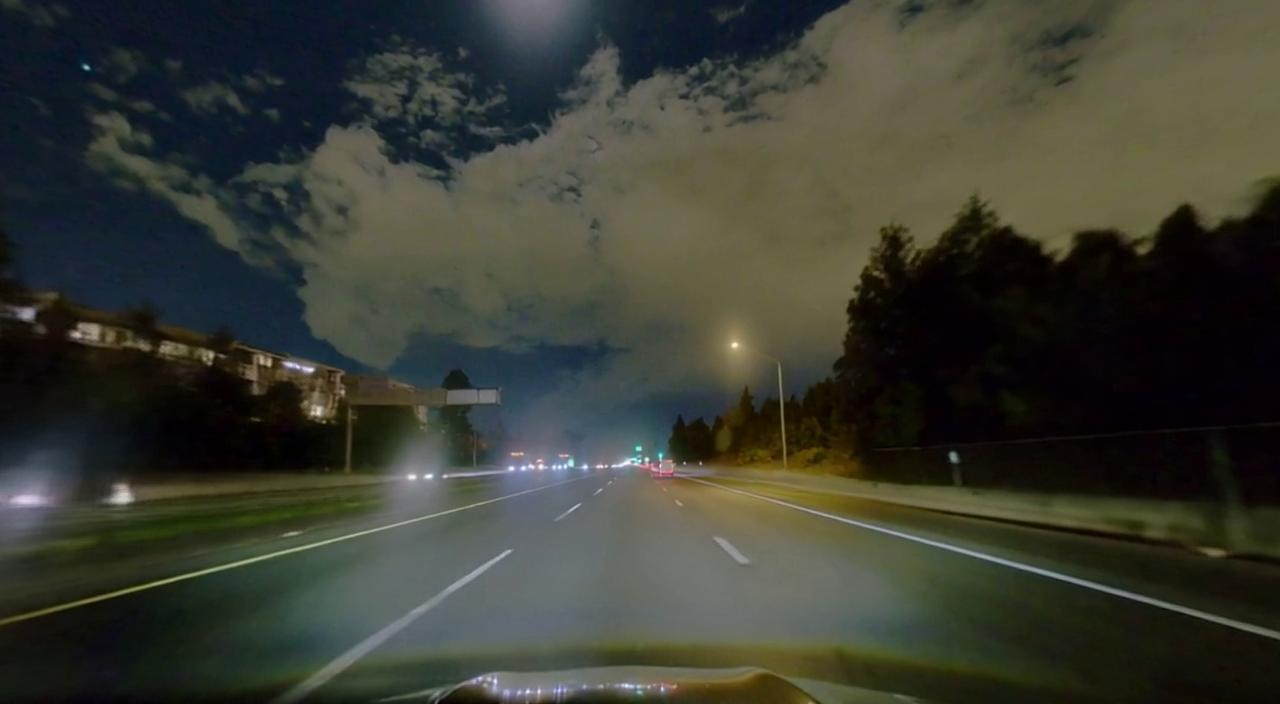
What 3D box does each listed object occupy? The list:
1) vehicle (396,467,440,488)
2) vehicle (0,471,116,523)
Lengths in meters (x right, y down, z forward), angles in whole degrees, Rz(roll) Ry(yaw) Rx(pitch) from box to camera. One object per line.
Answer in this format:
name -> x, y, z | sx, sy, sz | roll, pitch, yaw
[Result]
vehicle -> -16.307, 9.248, 46.450 | 1.878, 1.427, 3.636 | 1, -10, 0
vehicle -> -19.994, 4.665, 20.554 | 1.849, 1.483, 4.542 | 1, -10, 0
